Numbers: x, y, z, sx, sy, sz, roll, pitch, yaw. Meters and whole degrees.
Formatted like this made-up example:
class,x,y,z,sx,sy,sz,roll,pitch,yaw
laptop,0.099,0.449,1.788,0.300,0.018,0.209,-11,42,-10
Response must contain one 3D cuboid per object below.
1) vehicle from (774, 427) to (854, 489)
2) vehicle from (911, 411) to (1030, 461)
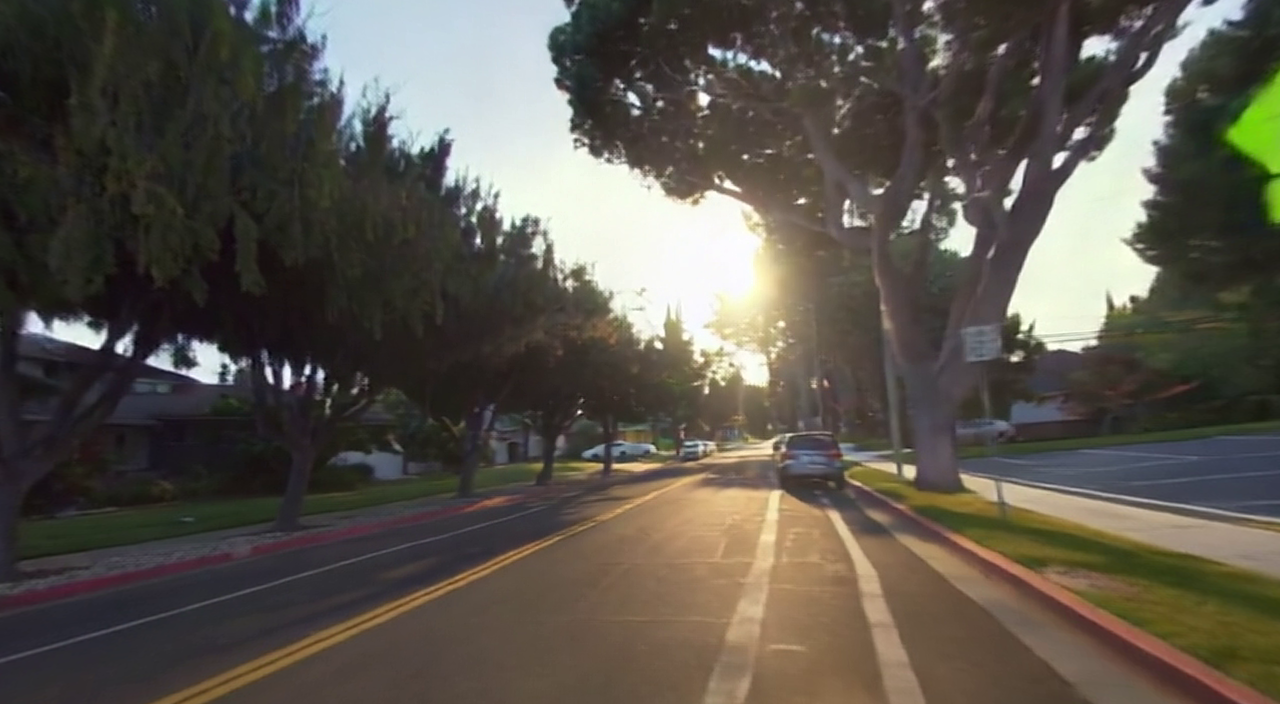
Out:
class,x,y,z,sx,sy,sz,roll,pitch,yaw
vehicle,5.568,3.433,20.738,2.204,1.776,4.262,-2,-9,12
vehicle,14.579,3.703,27.900,4.390,1.696,1.954,-4,-7,-19
